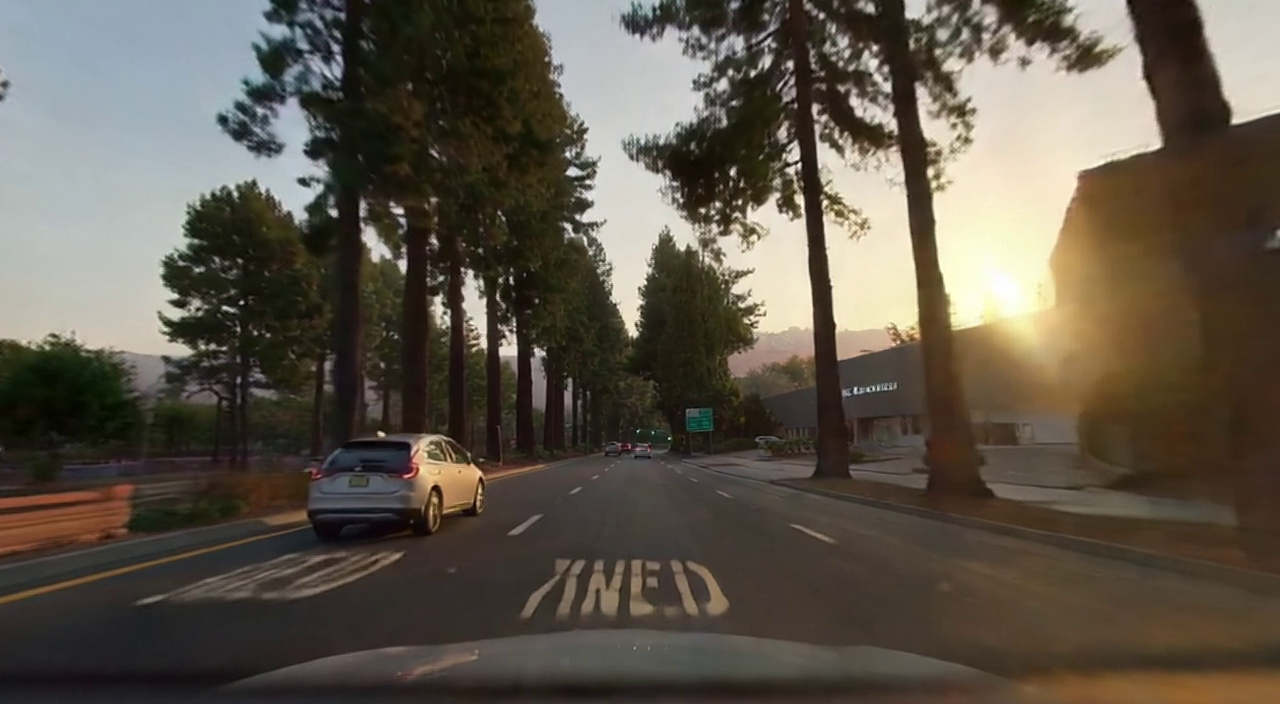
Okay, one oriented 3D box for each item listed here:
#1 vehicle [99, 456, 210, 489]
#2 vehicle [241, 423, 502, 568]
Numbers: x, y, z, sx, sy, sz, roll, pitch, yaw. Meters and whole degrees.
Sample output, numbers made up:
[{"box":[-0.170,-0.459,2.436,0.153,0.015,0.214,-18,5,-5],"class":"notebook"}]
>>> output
[{"box":[-24.521,6.055,32.168,1.985,1.464,4.698,0,-9,-1],"class":"vehicle"},{"box":[-3.434,1.904,9.148,1.942,1.588,4.172,0,-9,0],"class":"vehicle"}]
